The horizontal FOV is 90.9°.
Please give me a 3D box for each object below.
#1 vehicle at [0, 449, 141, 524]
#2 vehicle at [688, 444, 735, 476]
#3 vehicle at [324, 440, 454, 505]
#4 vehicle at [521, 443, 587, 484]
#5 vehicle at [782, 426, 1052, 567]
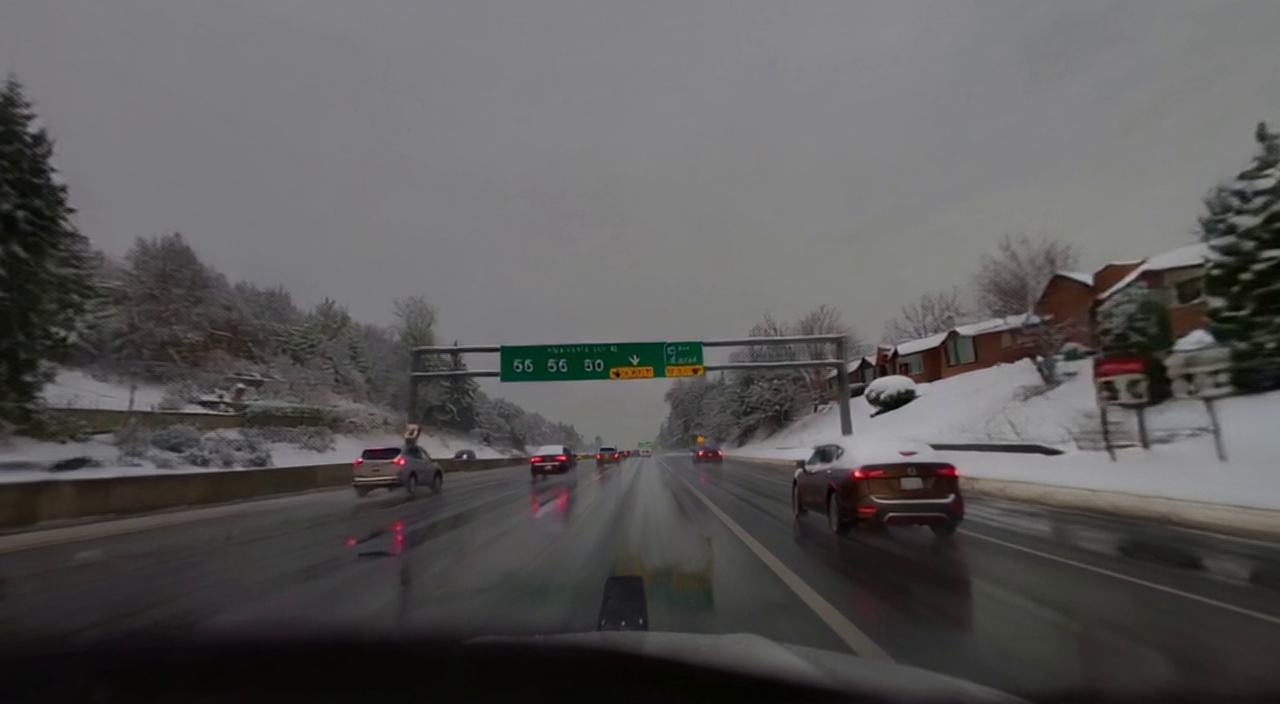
[{"bbox_3d":[-15.539,3.270,15.668,2.061,1.684,5.044,-1,-8,1],"label":"vehicle"},{"bbox_3d":[3.458,5.309,31.168,1.854,1.438,3.954,0,-8,0],"label":"vehicle"},{"bbox_3d":[-7.317,3.522,18.943,2.057,1.681,4.277,-1,-8,1],"label":"vehicle"},{"bbox_3d":[-3.558,4.680,26.836,2.136,1.571,4.285,0,-8,1],"label":"vehicle"},{"bbox_3d":[3.518,1.902,9.092,1.912,1.509,4.291,0,-8,0],"label":"vehicle"}]
